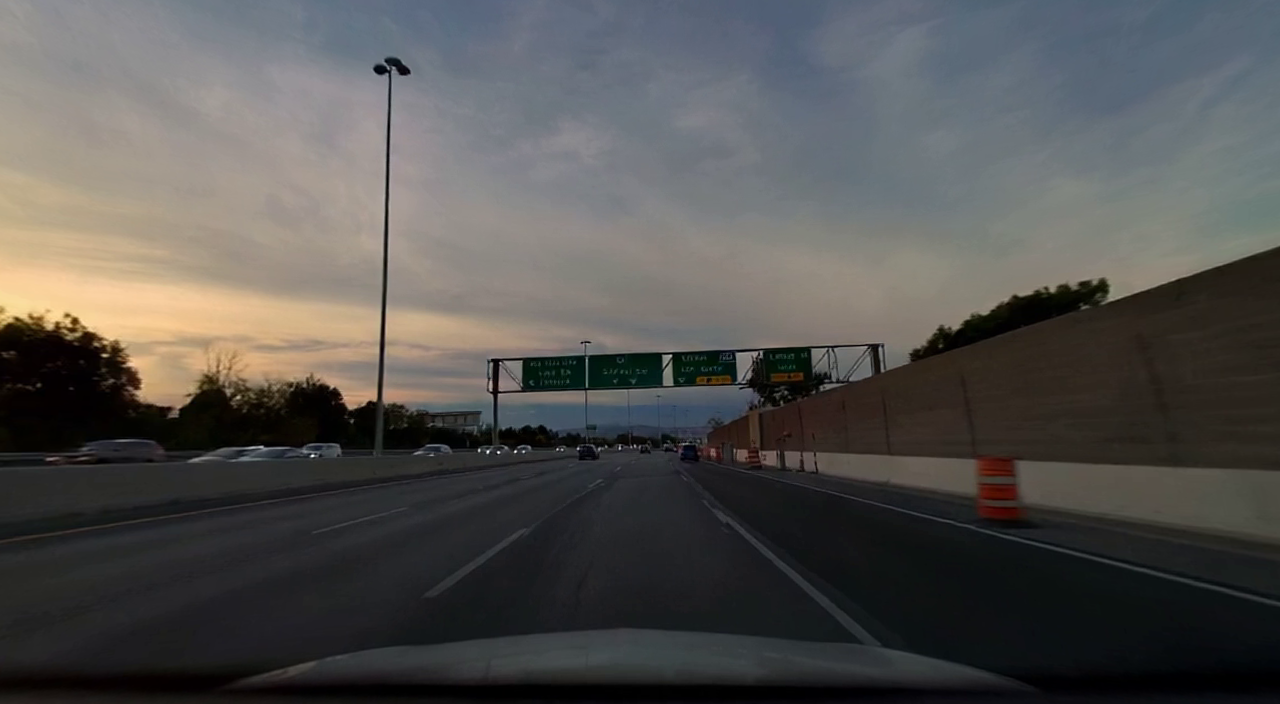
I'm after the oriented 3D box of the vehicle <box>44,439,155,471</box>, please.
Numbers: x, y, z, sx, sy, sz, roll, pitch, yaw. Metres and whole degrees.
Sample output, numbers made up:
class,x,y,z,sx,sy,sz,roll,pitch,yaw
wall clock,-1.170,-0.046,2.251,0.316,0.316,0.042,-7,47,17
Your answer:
class,x,y,z,sx,sy,sz,roll,pitch,yaw
vehicle,-29.583,5.660,34.689,1.901,1.624,4.558,-1,-9,2

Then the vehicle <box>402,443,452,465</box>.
class,x,y,z,sx,sy,sz,roll,pitch,yaw
vehicle,-15.861,7.625,47.056,1.937,1.515,4.594,-1,-9,3

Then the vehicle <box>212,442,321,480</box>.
class,x,y,z,sx,sy,sz,roll,pitch,yaw
vehicle,-16.099,4.717,27.458,1.920,1.477,4.432,0,-9,2
